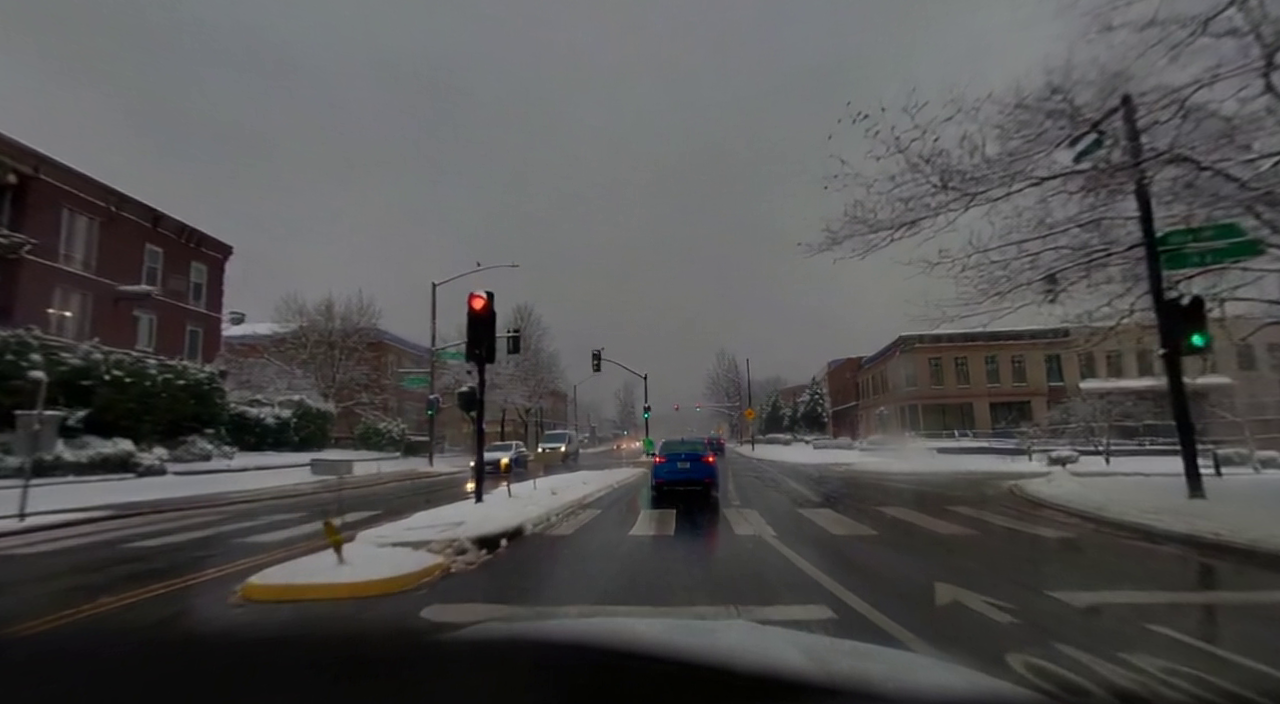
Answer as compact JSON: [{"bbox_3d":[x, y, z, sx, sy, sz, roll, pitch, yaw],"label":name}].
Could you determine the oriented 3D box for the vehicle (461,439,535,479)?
[{"bbox_3d":[-5.859,4.444,26.535,1.884,1.509,4.416,-1,-8,3],"label":"vehicle"}]

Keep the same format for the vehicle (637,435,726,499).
[{"bbox_3d":[1.054,2.861,16.109,1.950,1.401,4.159,-1,-8,4],"label":"vehicle"}]

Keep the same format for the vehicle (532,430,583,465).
[{"bbox_3d":[-5.103,6.005,39.727,2.310,2.045,4.763,-1,-8,4],"label":"vehicle"}]
